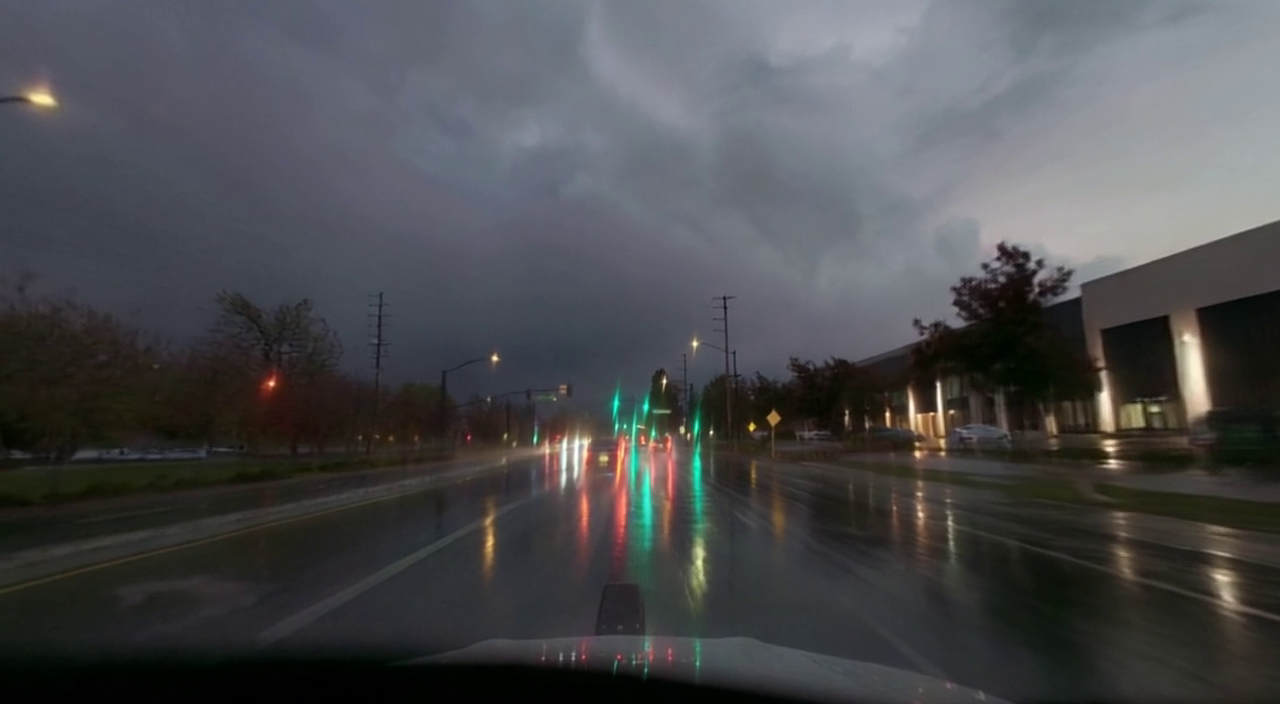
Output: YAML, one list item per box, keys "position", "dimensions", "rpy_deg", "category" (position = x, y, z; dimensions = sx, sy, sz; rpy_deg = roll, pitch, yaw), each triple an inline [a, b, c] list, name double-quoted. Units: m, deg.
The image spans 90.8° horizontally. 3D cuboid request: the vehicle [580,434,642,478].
- position: [-0.993, 3.776, 23.157]
  dimensions: [2.075, 1.470, 3.962]
  rpy_deg: [0, -8, -1]
  category: "vehicle"
